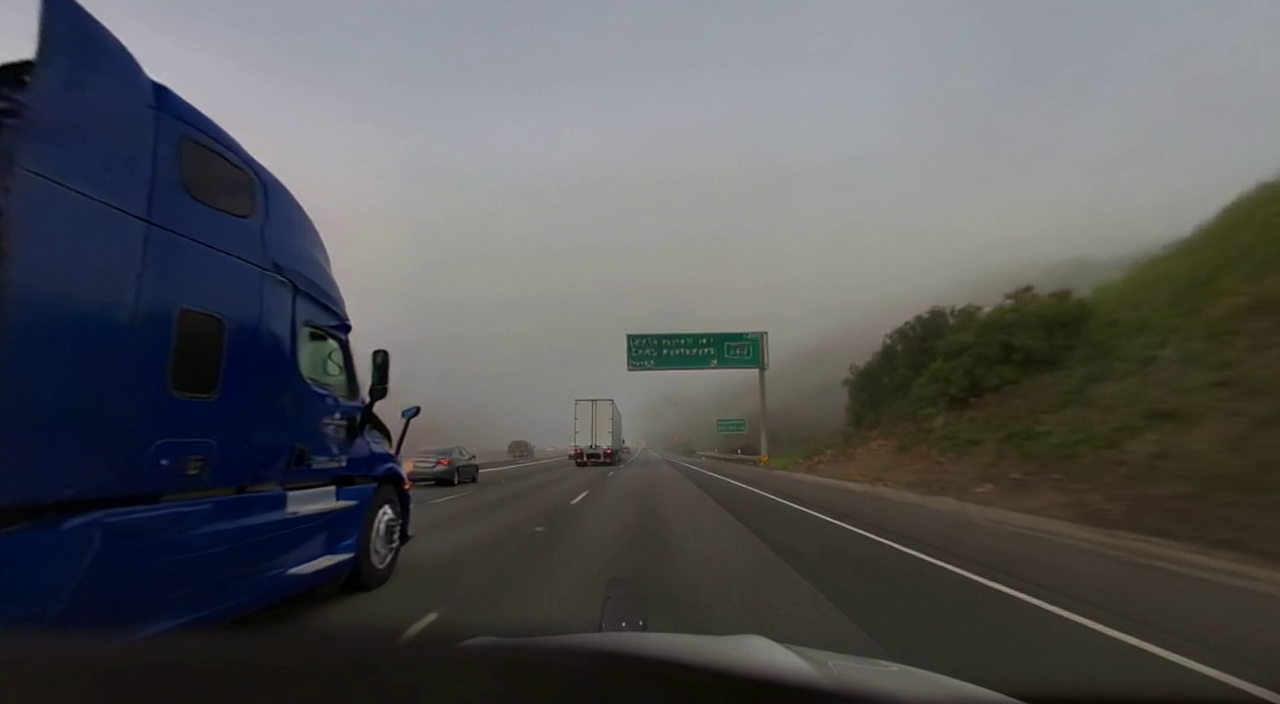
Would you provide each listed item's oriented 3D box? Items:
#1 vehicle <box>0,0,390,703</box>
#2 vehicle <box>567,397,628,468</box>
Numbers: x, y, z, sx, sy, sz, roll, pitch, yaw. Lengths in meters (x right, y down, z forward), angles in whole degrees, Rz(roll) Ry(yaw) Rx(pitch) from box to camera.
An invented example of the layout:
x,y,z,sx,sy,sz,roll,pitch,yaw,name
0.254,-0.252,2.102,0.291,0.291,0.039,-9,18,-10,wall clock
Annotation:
x,y,z,sx,sy,sz,roll,pitch,yaw,name
-3.289,-0.305,0.567,2.958,4.002,7.575,0,-8,0,vehicle
-2.787,6.118,47.168,3.202,4.352,16.251,-1,-8,1,vehicle
